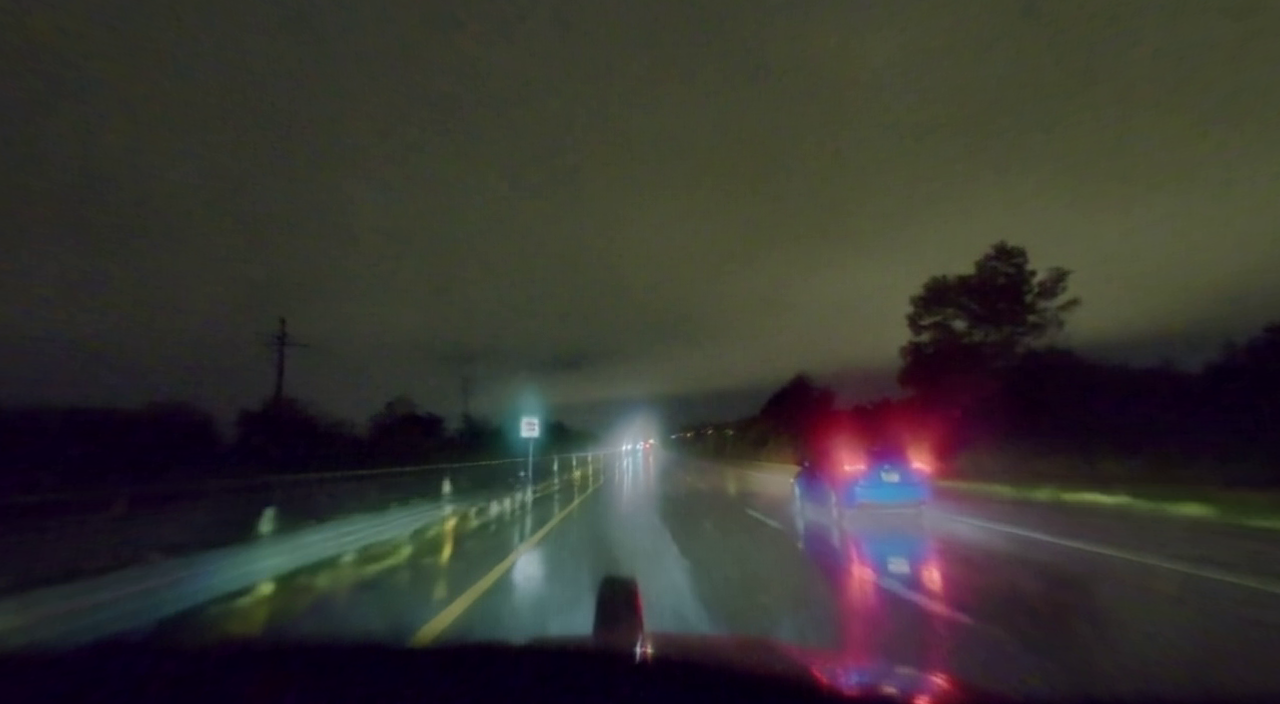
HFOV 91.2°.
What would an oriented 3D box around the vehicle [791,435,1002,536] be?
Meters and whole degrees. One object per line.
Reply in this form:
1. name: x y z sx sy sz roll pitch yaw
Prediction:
1. vehicle: 4.263 2.285 11.287 1.981 1.440 4.125 0 -9 -1
